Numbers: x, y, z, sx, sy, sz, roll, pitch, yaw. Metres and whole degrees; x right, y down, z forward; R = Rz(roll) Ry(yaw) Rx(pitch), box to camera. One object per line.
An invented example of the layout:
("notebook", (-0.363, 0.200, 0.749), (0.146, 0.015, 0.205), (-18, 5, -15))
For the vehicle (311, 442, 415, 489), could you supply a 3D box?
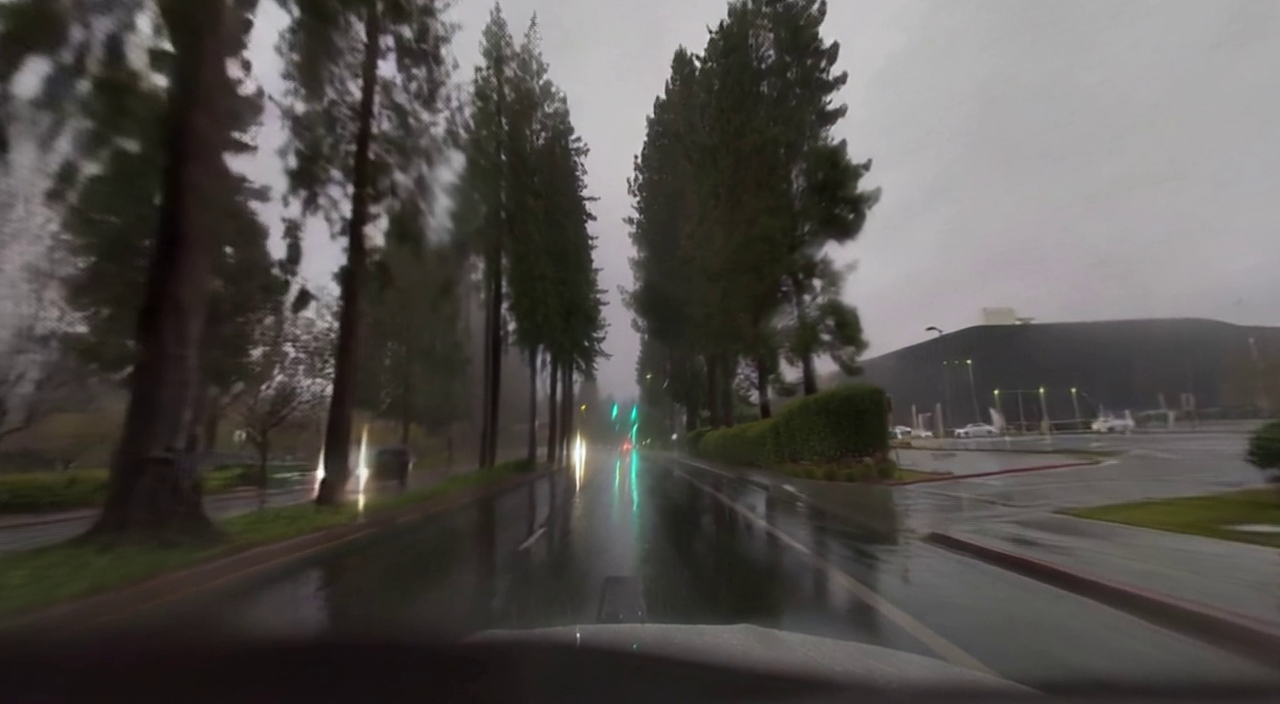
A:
("vehicle", (-13.506, 5.524, 31.316), (2.505, 2.059, 5.803), (0, -8, 0))
